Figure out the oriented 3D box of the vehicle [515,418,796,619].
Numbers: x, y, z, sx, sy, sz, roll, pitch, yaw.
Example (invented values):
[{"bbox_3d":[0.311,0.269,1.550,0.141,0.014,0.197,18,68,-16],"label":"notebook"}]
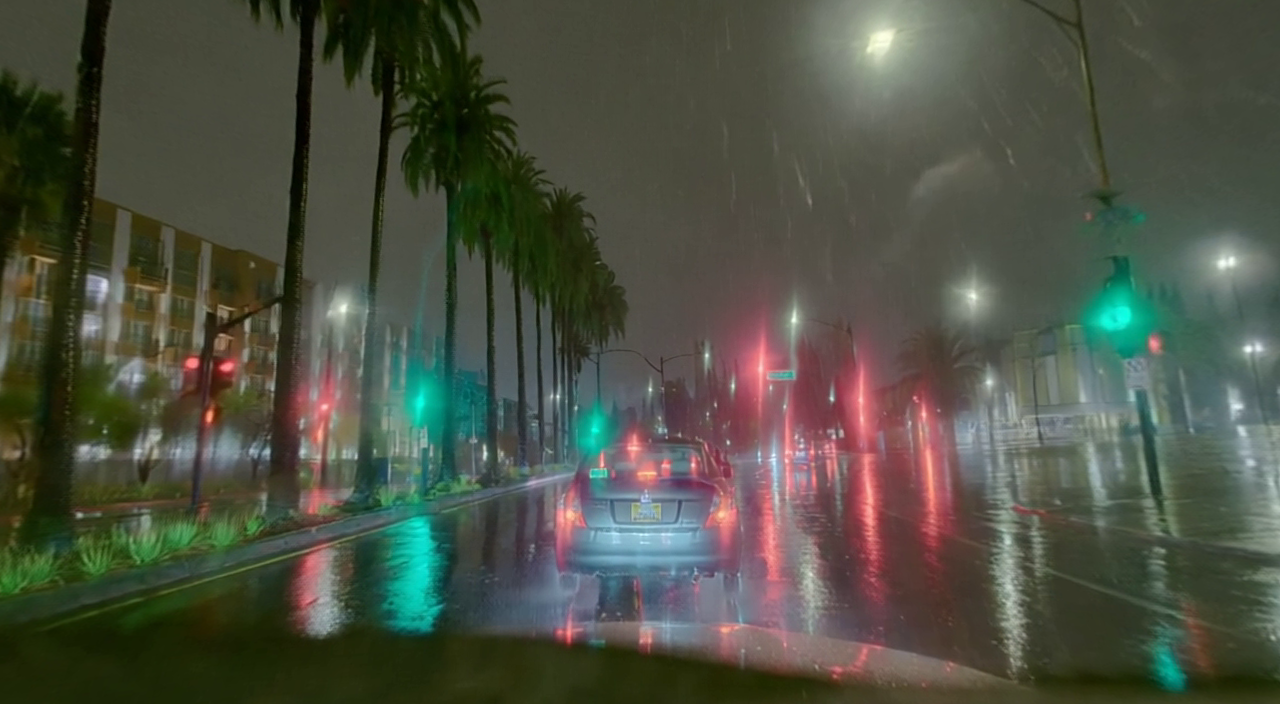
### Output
[{"bbox_3d":[0.143,1.556,6.840,2.096,1.492,4.071,0,-9,1],"label":"vehicle"}]
